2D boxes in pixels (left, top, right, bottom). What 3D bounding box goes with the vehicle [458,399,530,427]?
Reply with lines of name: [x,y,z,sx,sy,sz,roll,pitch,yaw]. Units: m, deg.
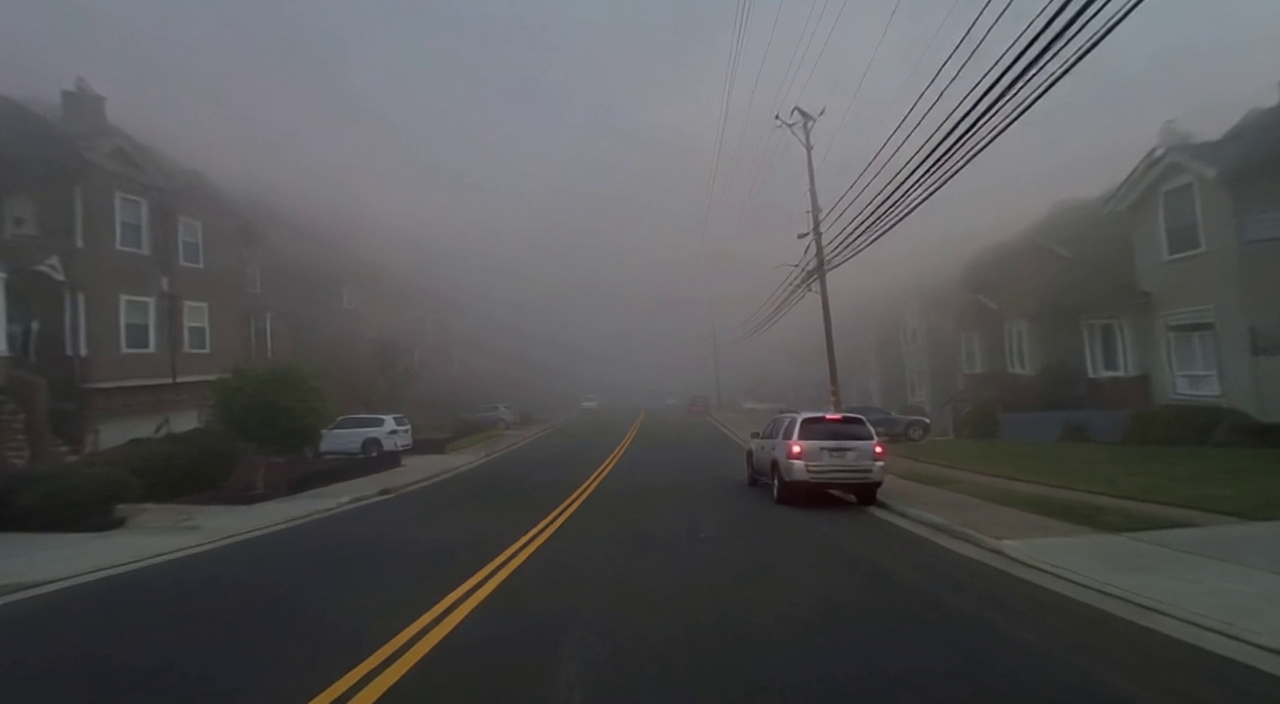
vehicle: [-10.366,4.340,44.747,4.484,1.538,1.901,4,-7,5]

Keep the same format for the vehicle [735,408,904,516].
vehicle: [3.493,2.142,13.400,2.211,1.860,4.813,0,-5,0]

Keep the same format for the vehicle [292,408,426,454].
vehicle: [-11.481,3.299,25.955,4.525,1.797,2.024,-1,-9,5]

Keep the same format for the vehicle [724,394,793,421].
vehicle: [8.925,4.221,47.588,4.893,1.642,1.874,-3,-9,5]
